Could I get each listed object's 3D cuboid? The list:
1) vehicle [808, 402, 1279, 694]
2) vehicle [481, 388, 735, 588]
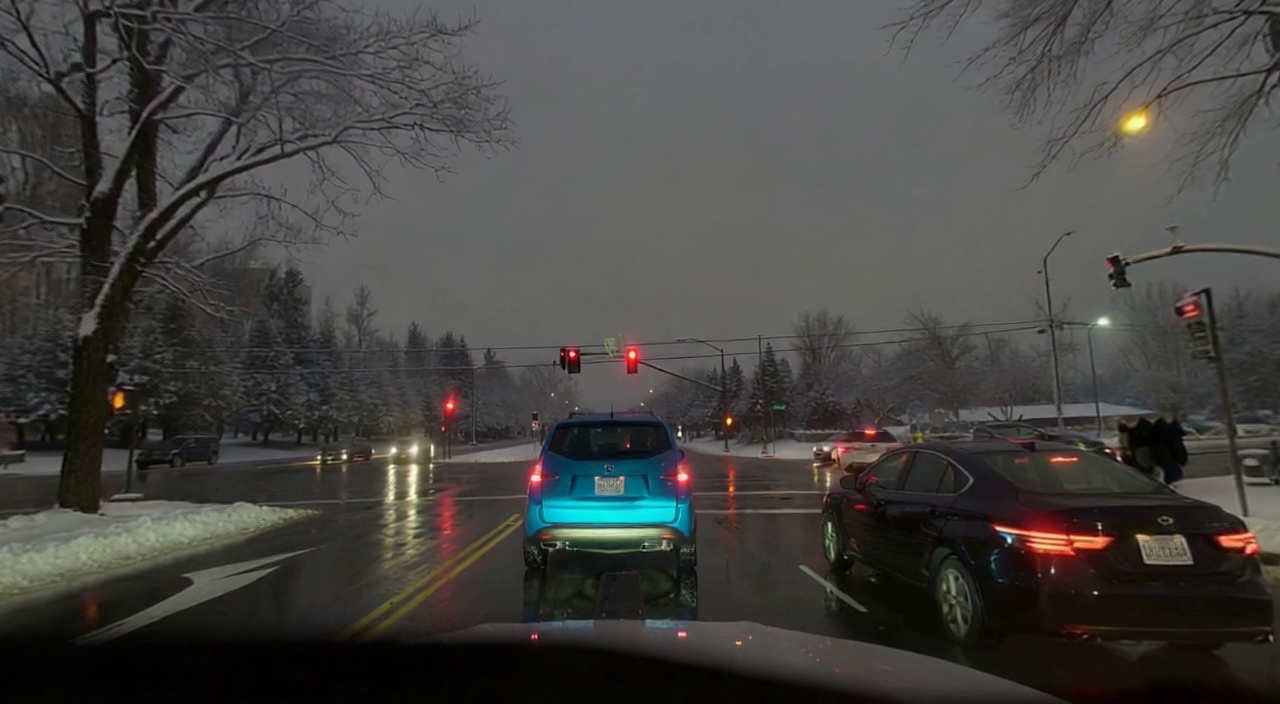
[{"bbox_3d":[3.170,1.405,5.793,1.932,1.562,4.629,0,-9,-1],"label":"vehicle"},{"bbox_3d":[-0.342,1.521,7.801,2.247,1.760,4.231,0,-9,-2],"label":"vehicle"}]
